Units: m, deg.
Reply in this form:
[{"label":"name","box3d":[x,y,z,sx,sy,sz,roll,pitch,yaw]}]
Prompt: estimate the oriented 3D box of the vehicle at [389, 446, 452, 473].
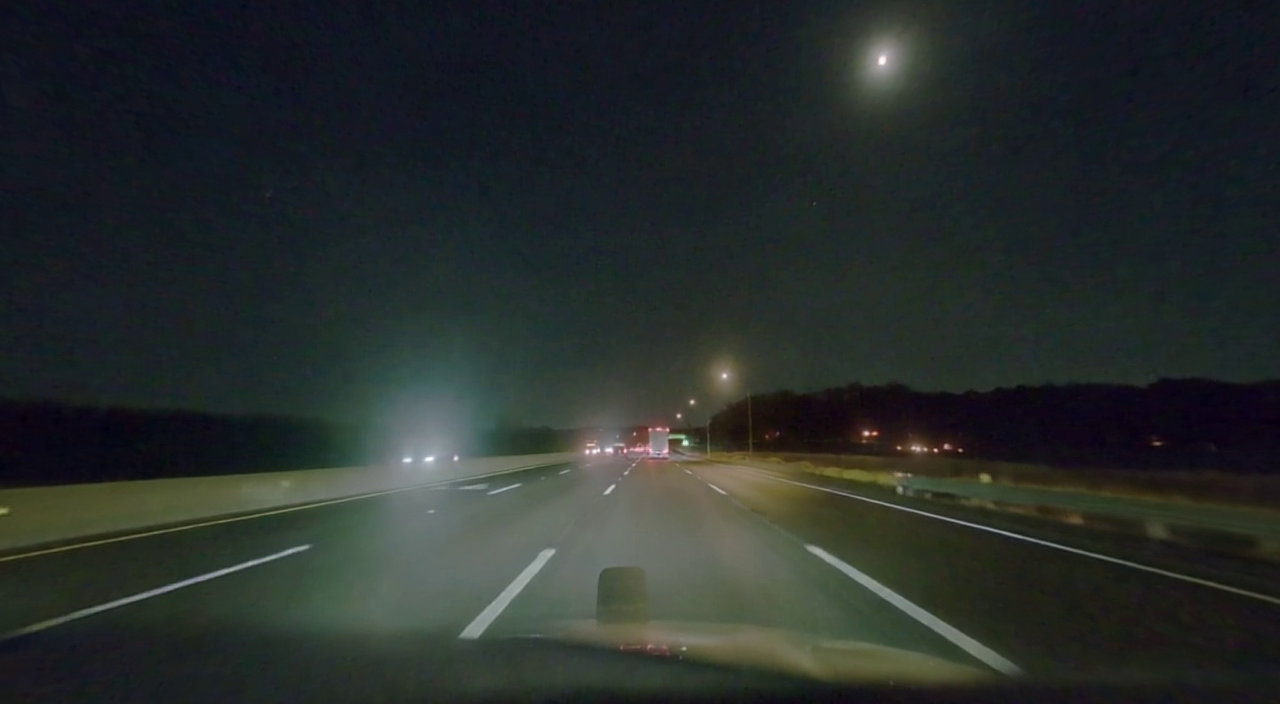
[{"label":"vehicle","box3d":[-13.207,6.474,38.203,2.077,1.541,4.507,0,-8,2]}]
